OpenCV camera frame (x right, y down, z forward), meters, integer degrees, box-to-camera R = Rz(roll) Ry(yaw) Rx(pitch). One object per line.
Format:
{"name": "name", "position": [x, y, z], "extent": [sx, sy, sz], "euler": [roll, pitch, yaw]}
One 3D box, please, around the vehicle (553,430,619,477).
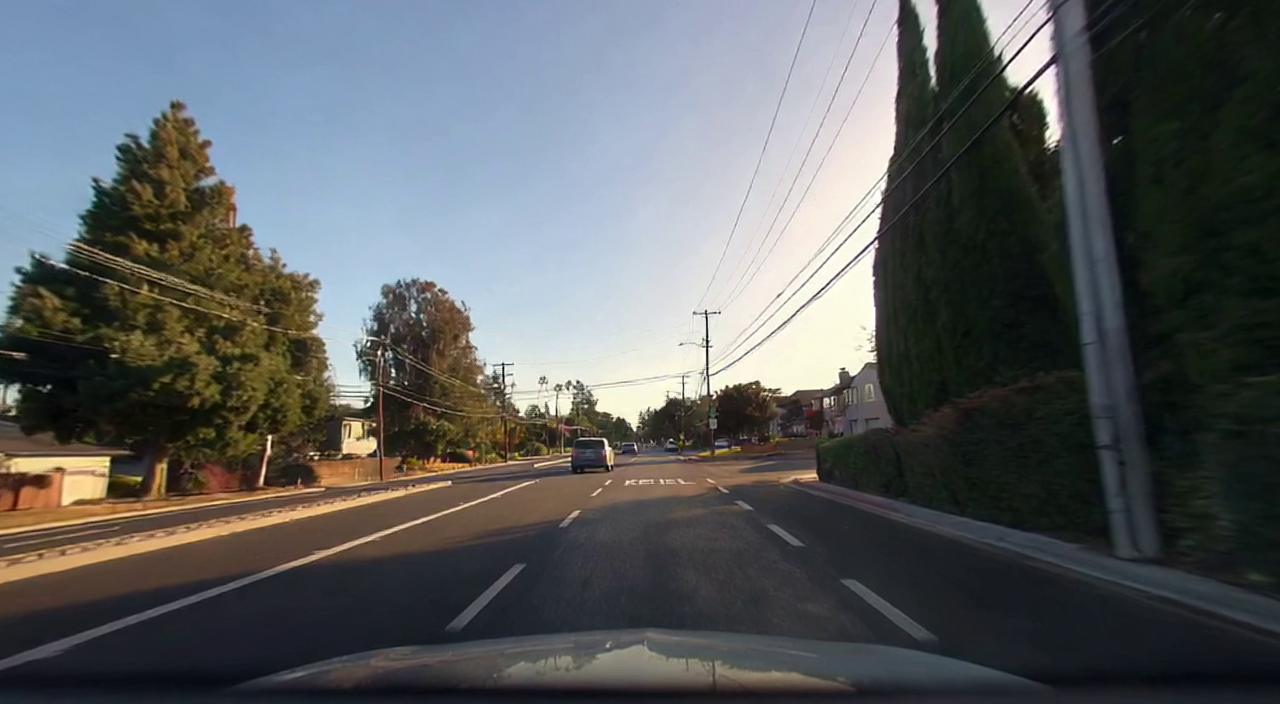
{"name": "vehicle", "position": [-2.236, 4.438, 27.679], "extent": [2.327, 1.861, 4.941], "euler": [-1, -9, 2]}
